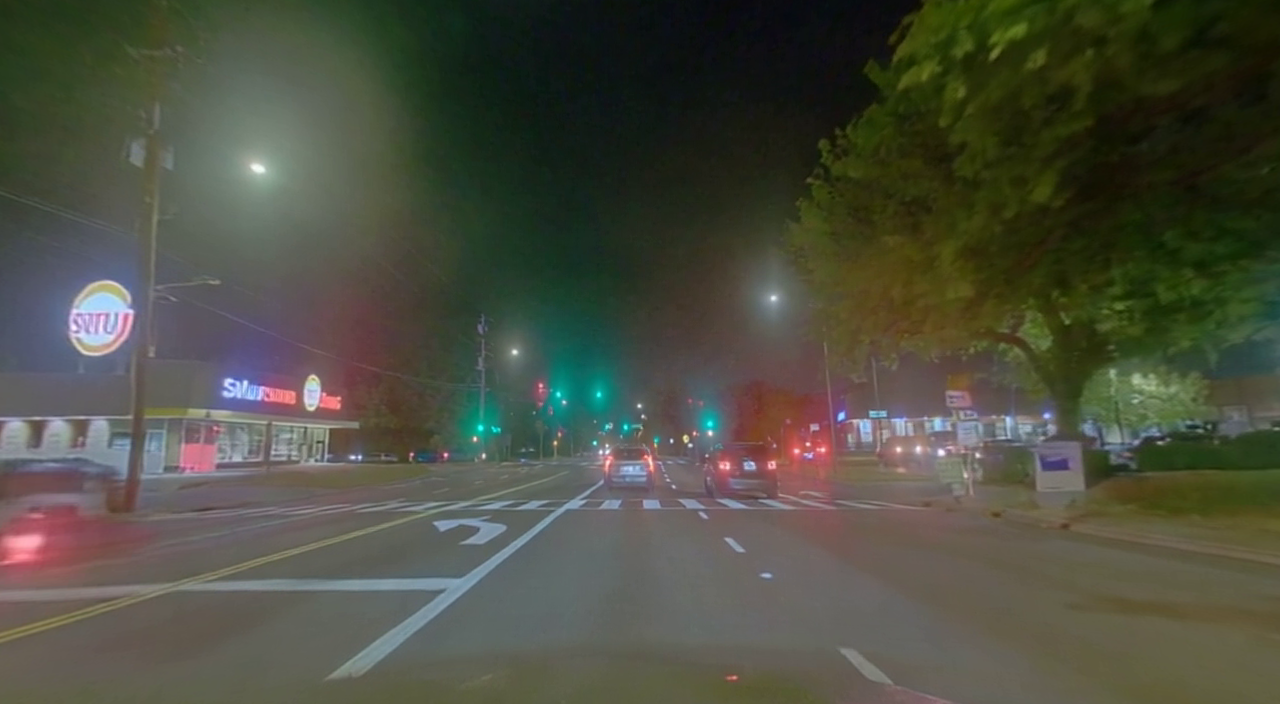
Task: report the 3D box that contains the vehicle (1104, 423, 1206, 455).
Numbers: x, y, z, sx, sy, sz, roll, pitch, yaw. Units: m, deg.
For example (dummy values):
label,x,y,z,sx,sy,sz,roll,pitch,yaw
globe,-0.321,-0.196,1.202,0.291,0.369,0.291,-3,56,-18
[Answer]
label,x,y,z,sx,sy,sz,roll,pitch,yaw
vehicle,30.644,5.228,37.718,2.231,1.749,4.411,0,-9,-2

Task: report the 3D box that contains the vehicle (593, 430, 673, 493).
label,x,y,z,sx,sy,sz,roll,pitch,yaw
vehicle,-0.252,4.025,23.626,2.638,2.065,5.313,0,-9,0

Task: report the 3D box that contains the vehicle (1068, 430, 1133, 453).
label,x,y,z,sx,sy,sz,roll,pitch,yaw
vehicle,34.981,6.859,48.037,1.817,1.548,4.050,-2,-10,0

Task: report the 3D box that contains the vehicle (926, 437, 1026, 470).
label,x,y,z,sx,sy,sz,roll,pitch,yaw
vehicle,16.489,4.999,31.013,3.880,1.538,1.862,1,-9,-8

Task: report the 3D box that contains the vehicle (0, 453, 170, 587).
label,x,y,z,sx,sy,sz,roll,pitch,yaw
vehicle,-9.262,2.328,9.443,4.456,1.570,1.975,-6,-10,32

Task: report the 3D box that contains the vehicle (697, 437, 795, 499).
label,x,y,z,sx,sy,sz,roll,pitch,yaw
vehicle,3.277,3.711,20.597,2.276,1.787,4.630,0,-9,-1
